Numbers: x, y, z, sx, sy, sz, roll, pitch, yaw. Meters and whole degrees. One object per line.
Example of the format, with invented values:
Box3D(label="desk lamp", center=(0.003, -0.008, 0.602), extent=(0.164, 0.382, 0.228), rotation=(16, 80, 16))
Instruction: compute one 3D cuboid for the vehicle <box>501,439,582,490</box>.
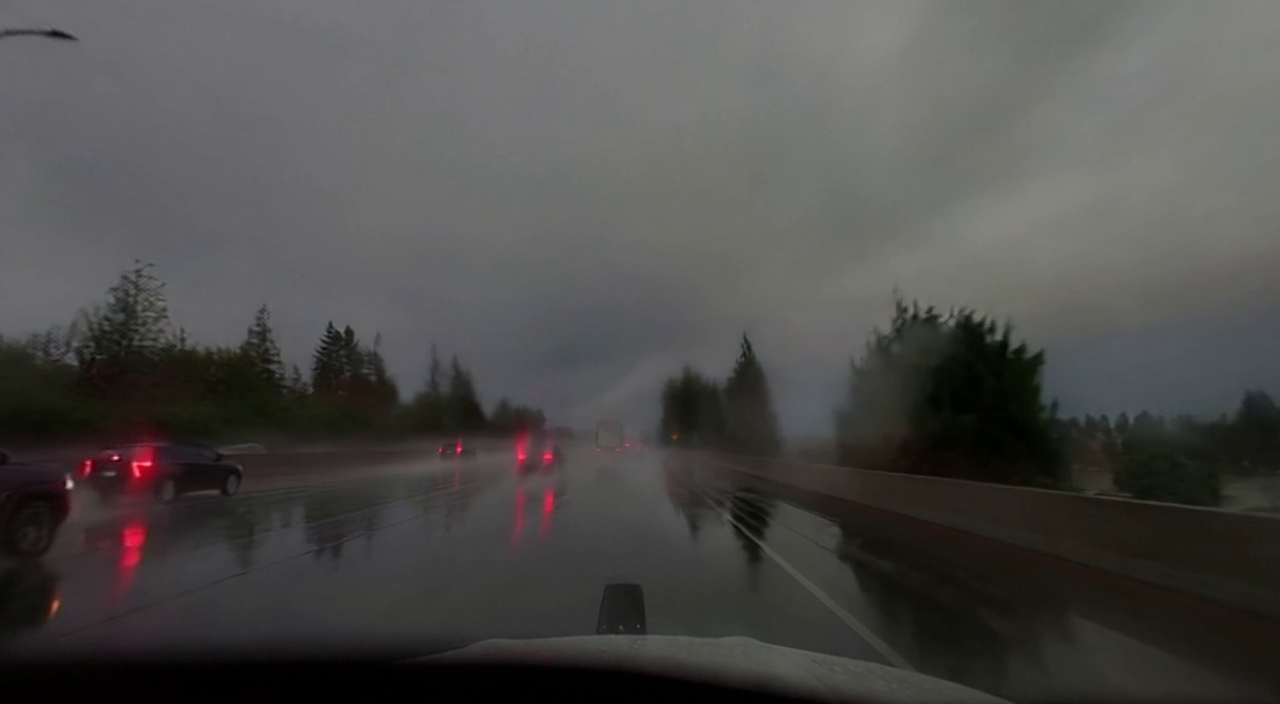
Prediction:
Box3D(label="vehicle", center=(-3.218, 3.770, 21.389), extent=(1.931, 1.528, 4.126), rotation=(0, -8, 2))

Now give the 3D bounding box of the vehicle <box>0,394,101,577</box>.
Box3D(label="vehicle", center=(-7.392, 1.048, 4.462), extent=(2.115, 1.778, 5.572), rotation=(0, -9, 1))

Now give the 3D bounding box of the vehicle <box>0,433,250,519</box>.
Box3D(label="vehicle", center=(-11.007, 2.541, 13.564), extent=(1.920, 1.476, 4.973), rotation=(0, -9, 1))

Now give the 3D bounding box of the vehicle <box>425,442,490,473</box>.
Box3D(label="vehicle", center=(-9.514, 5.522, 33.153), extent=(2.036, 1.506, 4.358), rotation=(0, -9, 1))
